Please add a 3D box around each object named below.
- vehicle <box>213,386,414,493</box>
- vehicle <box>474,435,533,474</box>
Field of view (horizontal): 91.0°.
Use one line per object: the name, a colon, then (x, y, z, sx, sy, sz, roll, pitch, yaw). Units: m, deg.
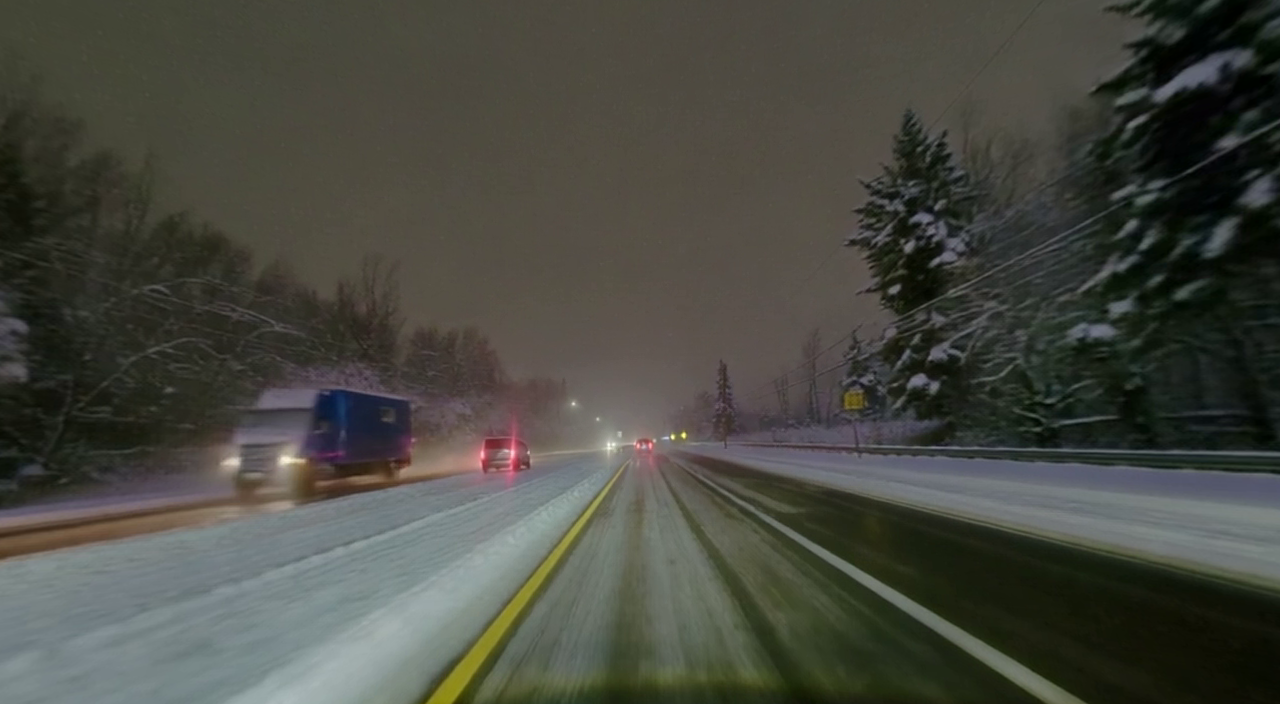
vehicle: (-14.836, 4.277, 30.594, 2.905, 4.091, 12.827, 0, -8, 0)
vehicle: (-7.122, 5.392, 33.292, 2.068, 1.897, 4.372, 0, -8, 1)
